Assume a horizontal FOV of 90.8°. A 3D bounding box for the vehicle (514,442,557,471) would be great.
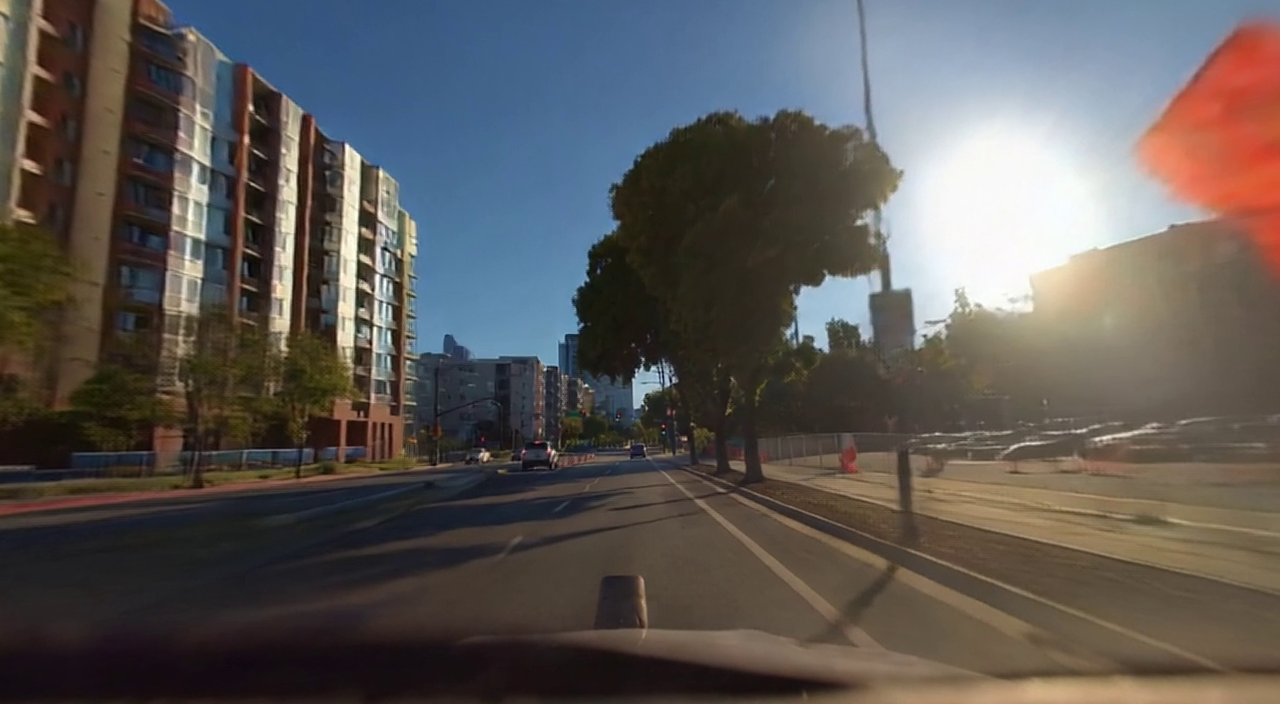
[{"bbox_3d":[-6.500,6.565,39.735,2.076,1.724,4.188,0,-9,-2],"label":"vehicle"}]
